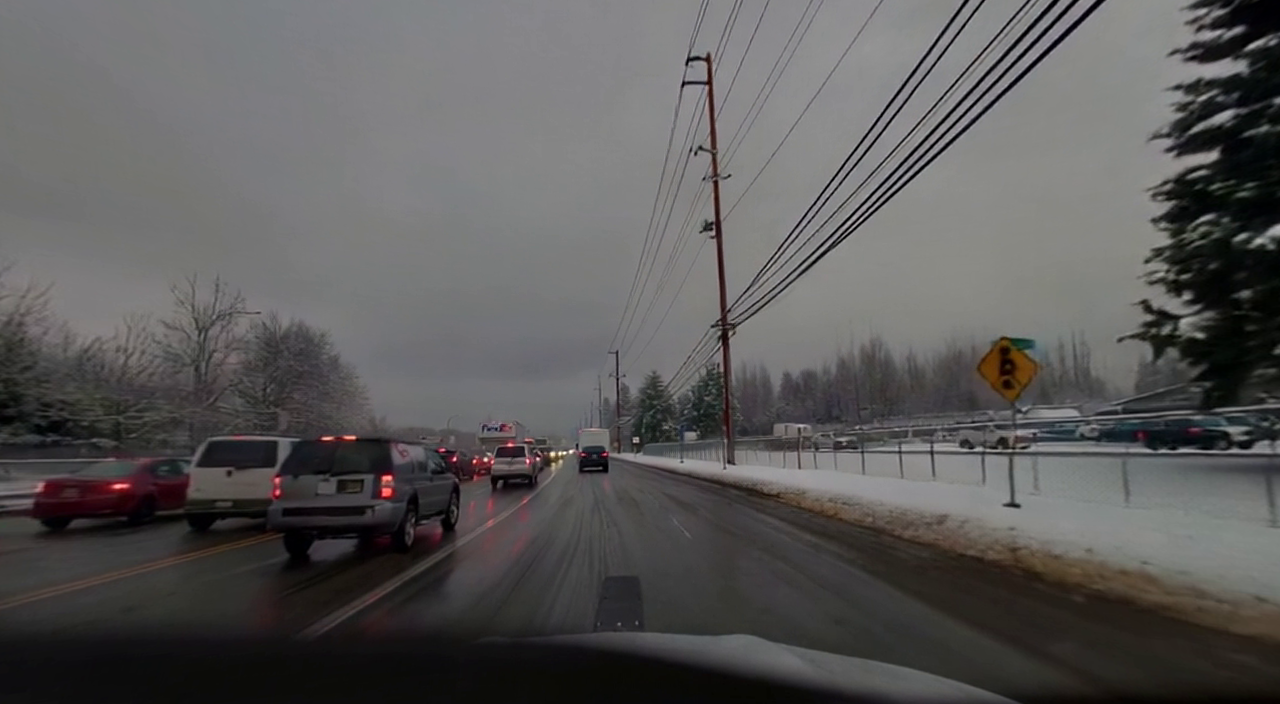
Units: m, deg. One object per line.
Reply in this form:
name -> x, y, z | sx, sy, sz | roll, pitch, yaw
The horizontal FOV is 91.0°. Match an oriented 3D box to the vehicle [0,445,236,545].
vehicle -> -10.952, 2.771, 12.928 | 2.037, 1.455, 5.174 | -3, -7, -2

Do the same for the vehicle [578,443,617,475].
vehicle -> -2.400, 5.956, 35.440 | 2.055, 1.671, 4.147 | 1, -8, -5

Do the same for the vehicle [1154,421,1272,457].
vehicle -> 37.896, 5.767, 41.750 | 5.472, 2.276, 2.302 | 0, -8, 0

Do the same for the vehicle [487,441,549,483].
vehicle -> -5.283, 4.824, 27.971 | 2.057, 1.673, 4.934 | 1, -8, -4

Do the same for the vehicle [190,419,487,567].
vehicle -> -4.079, 1.989, 9.735 | 2.388, 1.692, 4.684 | 0, -8, -2

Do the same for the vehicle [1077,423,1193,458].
vehicle -> 30.669, 5.508, 39.069 | 5.535, 2.130, 2.145 | 1, -9, -6

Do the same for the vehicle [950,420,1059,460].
vehicle -> 28.727, 6.951, 49.765 | 7.011, 3.014, 2.594 | 1, -9, -4
